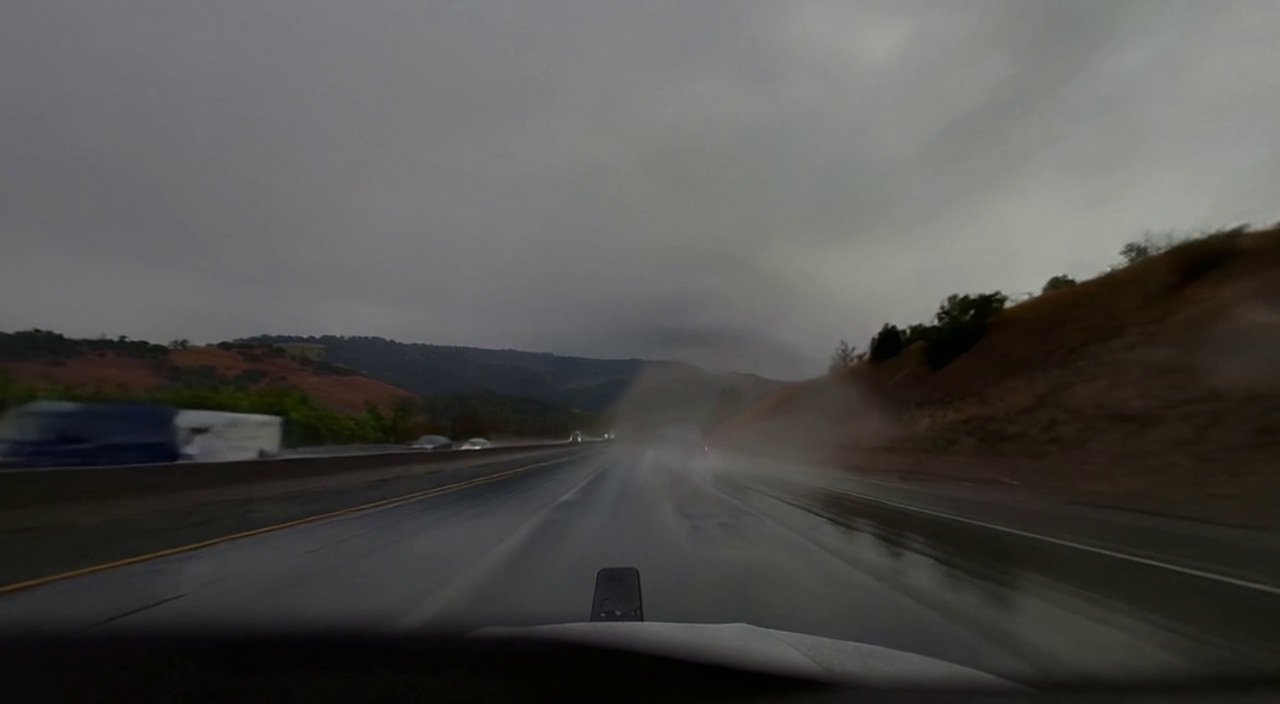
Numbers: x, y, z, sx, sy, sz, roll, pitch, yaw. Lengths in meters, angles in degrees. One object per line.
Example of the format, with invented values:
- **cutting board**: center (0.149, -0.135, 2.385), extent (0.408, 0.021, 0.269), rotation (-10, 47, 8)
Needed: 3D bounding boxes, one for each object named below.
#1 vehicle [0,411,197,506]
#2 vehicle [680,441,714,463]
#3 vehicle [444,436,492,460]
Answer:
- **vehicle**: center (-14.693, 2.598, 15.678), extent (2.671, 1.976, 6.166), rotation (0, -8, 2)
- **vehicle**: center (3.960, 7.079, 44.681), extent (1.943, 1.490, 4.246), rotation (0, -8, -1)
- **vehicle**: center (-13.074, 7.311, 48.074), extent (2.098, 1.724, 4.494), rotation (0, -8, 4)
